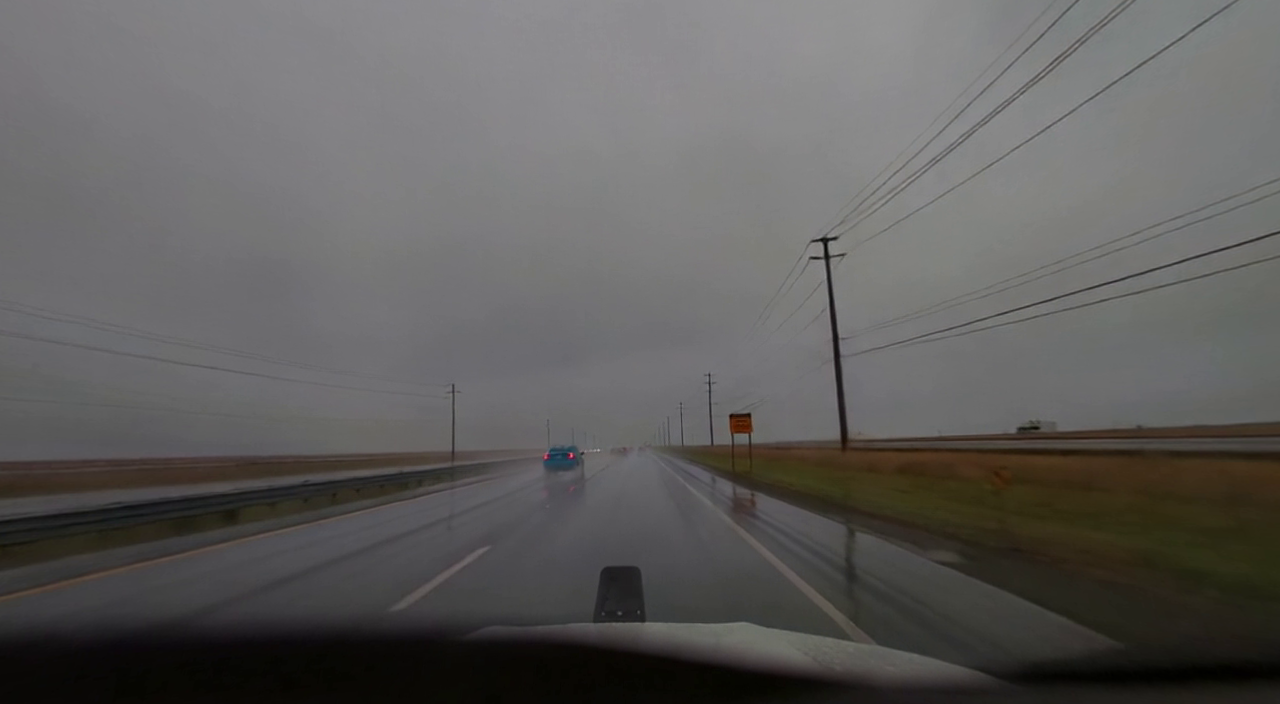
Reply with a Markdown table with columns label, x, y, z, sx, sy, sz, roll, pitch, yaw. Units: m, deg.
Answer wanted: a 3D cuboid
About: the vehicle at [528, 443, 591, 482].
| label | x | y | z | sx | sy | sz | roll | pitch | yaw |
| --- | --- | --- | --- | --- | --- | --- | --- | --- | --- |
| vehicle | -3.456 | 4.836 | 27.878 | 2.106 | 1.543 | 4.465 | 0 | -9 | 1 |
